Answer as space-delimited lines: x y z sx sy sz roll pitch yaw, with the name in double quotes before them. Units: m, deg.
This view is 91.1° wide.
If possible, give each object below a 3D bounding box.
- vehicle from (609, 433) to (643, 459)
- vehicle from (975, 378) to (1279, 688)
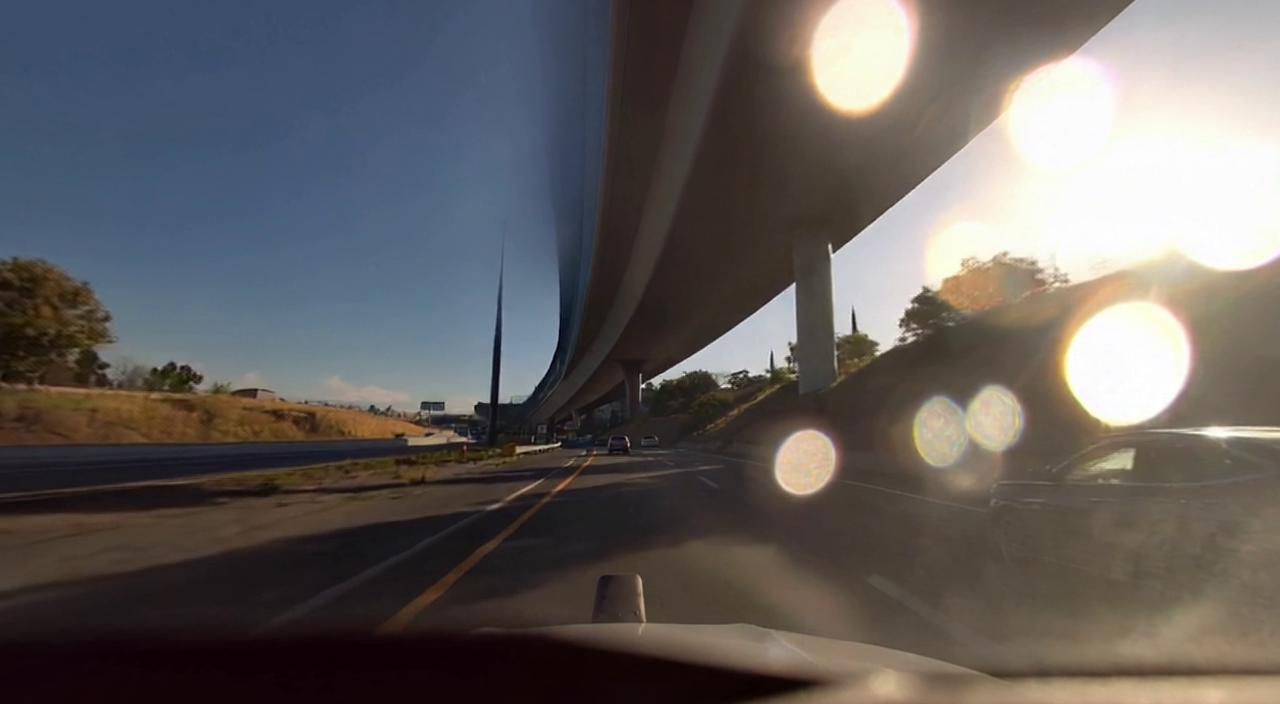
"vehicle" -0.906 5.791 39.002 1.998 1.512 3.735 1 -8 -2
"vehicle" 4.060 1.006 3.911 1.852 1.513 3.652 0 -8 -1
